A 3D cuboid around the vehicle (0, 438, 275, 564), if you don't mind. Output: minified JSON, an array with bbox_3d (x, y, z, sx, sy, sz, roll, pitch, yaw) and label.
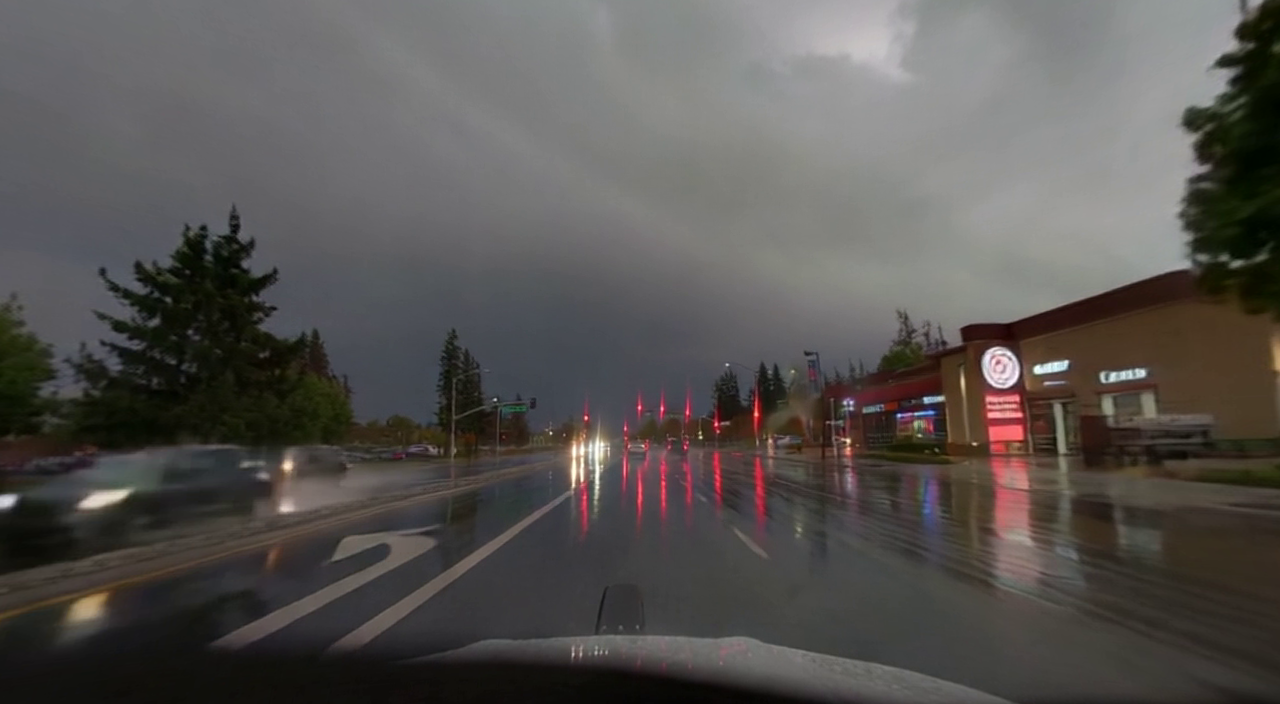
[{"bbox_3d":[-8.256,2.177,10.170,1.958,1.534,4.598,0,-8,0],"label":"vehicle"}]

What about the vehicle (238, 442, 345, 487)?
[{"bbox_3d":[-14.766,4.763,27.118,1.967,1.756,4.471,0,-8,0],"label":"vehicle"}]
